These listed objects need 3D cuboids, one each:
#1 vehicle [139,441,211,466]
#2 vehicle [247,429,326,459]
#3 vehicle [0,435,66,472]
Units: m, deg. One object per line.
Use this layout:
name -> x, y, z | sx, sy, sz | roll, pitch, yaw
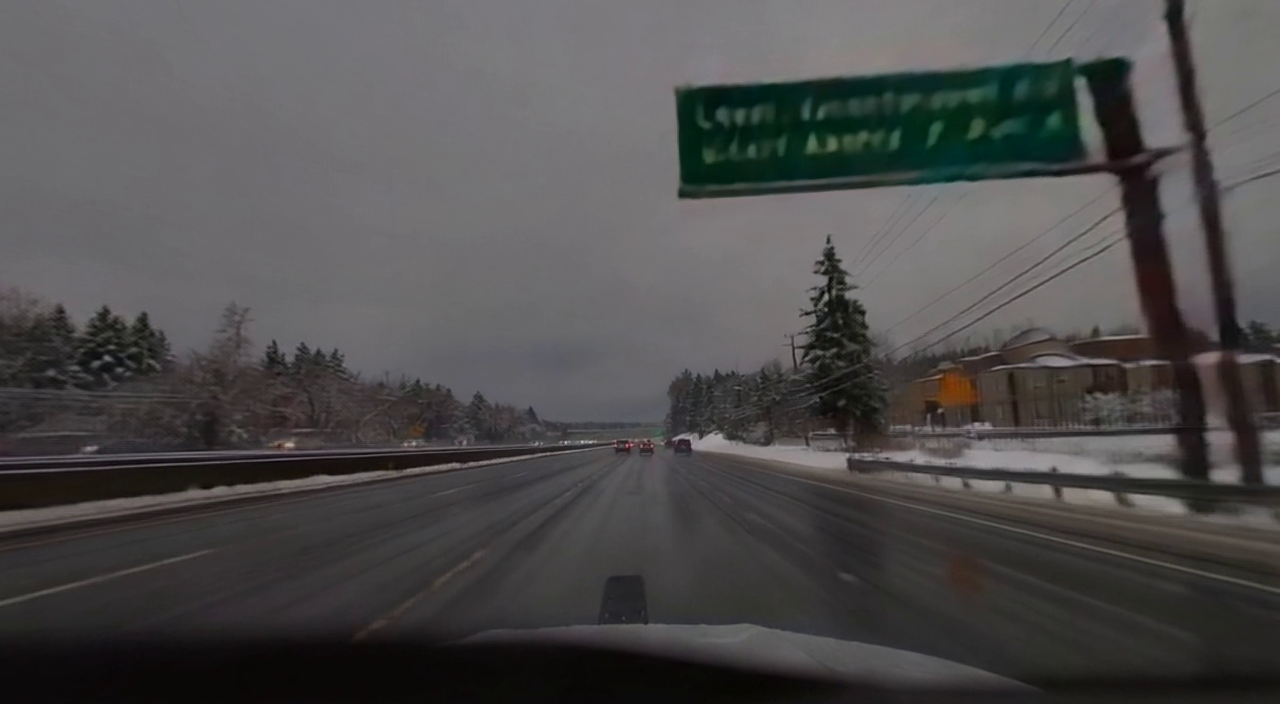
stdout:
vehicle -> -33.819, 7.374, 46.031 | 1.819, 1.650, 4.549 | 0, -8, -1
vehicle -> -25.758, 6.734, 46.302 | 2.273, 1.991, 6.035 | -1, -8, 1
vehicle -> -29.940, 4.751, 29.579 | 1.806, 1.648, 4.438 | 0, -8, -1
